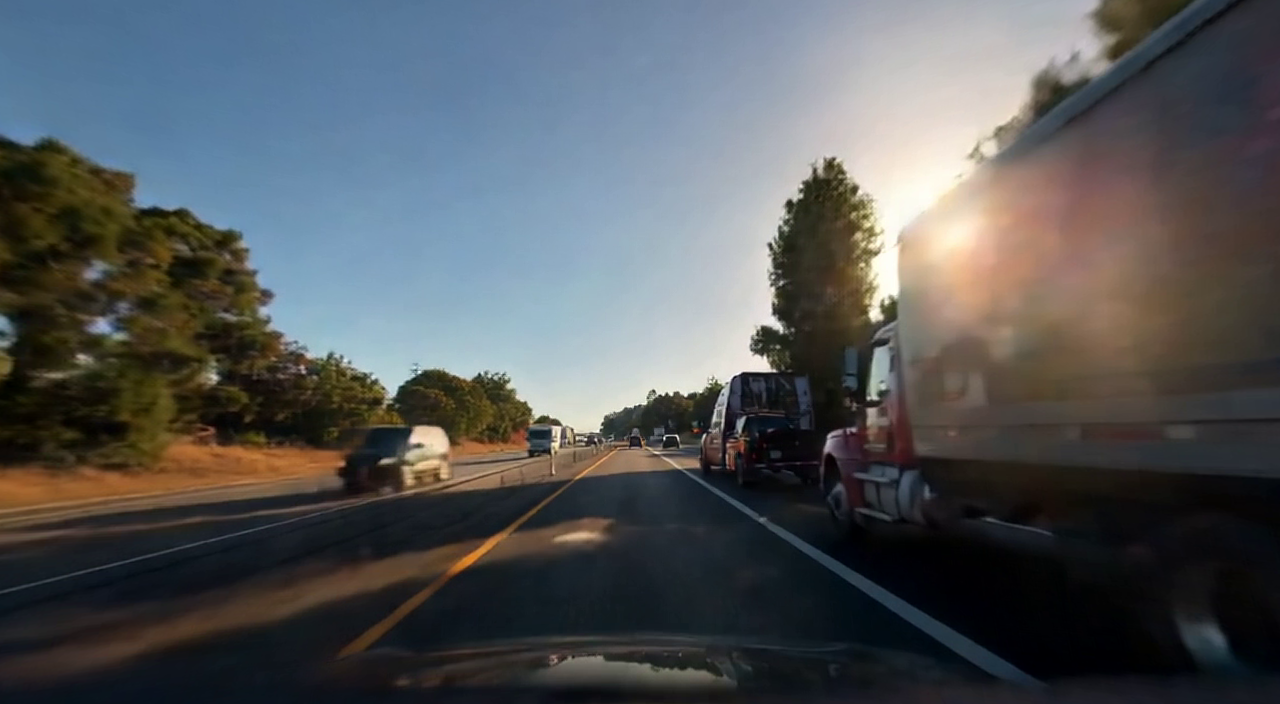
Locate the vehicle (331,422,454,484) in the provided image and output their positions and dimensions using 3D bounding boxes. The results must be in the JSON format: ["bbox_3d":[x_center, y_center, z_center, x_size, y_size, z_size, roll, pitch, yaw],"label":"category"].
[{"bbox_3d":[-8.010,3.295,20.970,2.199,1.816,4.724,0,-8,-1],"label":"vehicle"}]

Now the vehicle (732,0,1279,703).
[{"bbox_3d":[3.854,0.359,8.019,3.038,3.975,13.887,0,-8,-1],"label":"vehicle"}]
